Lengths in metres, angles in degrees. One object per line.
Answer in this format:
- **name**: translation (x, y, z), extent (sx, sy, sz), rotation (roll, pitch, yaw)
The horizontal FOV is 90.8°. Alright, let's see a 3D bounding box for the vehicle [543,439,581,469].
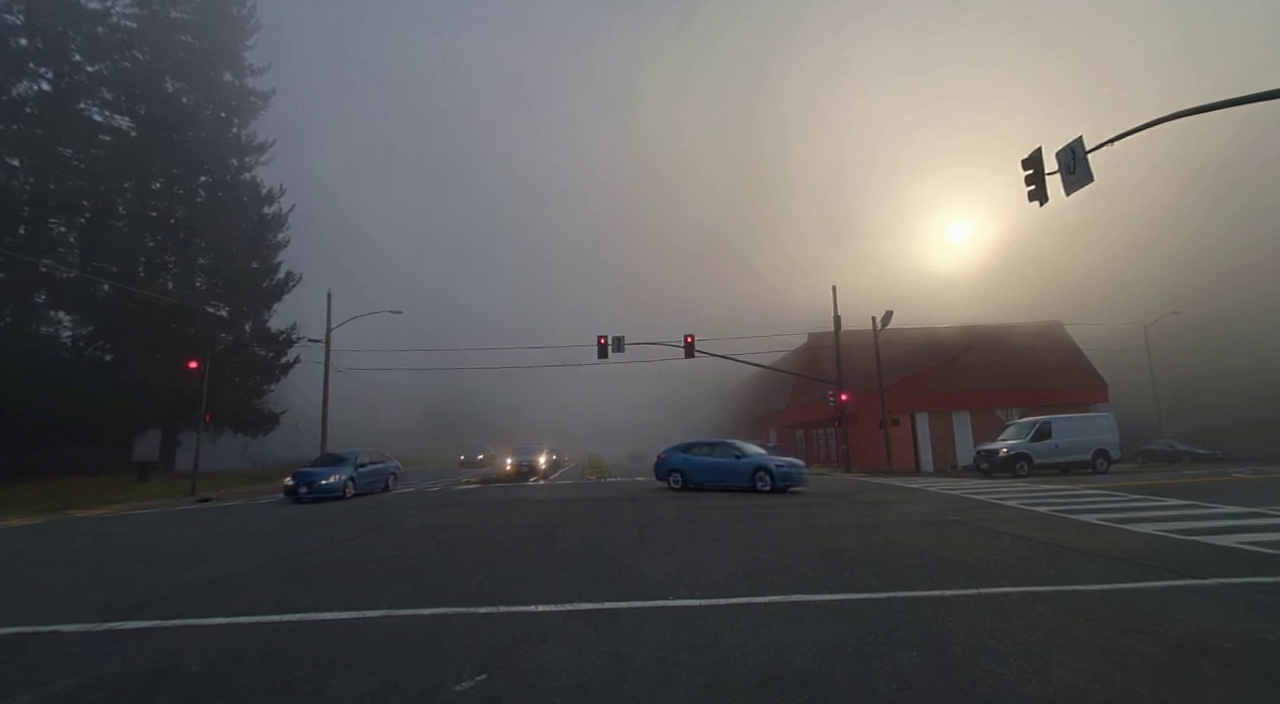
- **vehicle**: translation (-4.690, 6.160, 38.406), extent (1.975, 1.642, 4.846), rotation (0, -8, -3)

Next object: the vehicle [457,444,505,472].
- **vehicle**: translation (-8.886, 5.957, 35.610), extent (1.779, 1.460, 4.463), rotation (0, -9, -4)

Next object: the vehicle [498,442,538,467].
- **vehicle**: translation (-8.672, 7.351, 45.451), extent (2.087, 1.718, 4.700), rotation (0, -9, -2)

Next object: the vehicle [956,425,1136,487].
- **vehicle**: translation (14.838, 3.772, 23.118), extent (5.910, 2.046, 2.228), rotation (3, -9, -19)

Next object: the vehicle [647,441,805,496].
- **vehicle**: translation (2.427, 3.350, 18.538), extent (4.228, 1.416, 1.846), rotation (-7, -11, 40)

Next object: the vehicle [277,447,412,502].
- **vehicle**: translation (-8.812, 3.652, 19.335), extent (2.024, 1.460, 4.381), rotation (0, -9, 0)
